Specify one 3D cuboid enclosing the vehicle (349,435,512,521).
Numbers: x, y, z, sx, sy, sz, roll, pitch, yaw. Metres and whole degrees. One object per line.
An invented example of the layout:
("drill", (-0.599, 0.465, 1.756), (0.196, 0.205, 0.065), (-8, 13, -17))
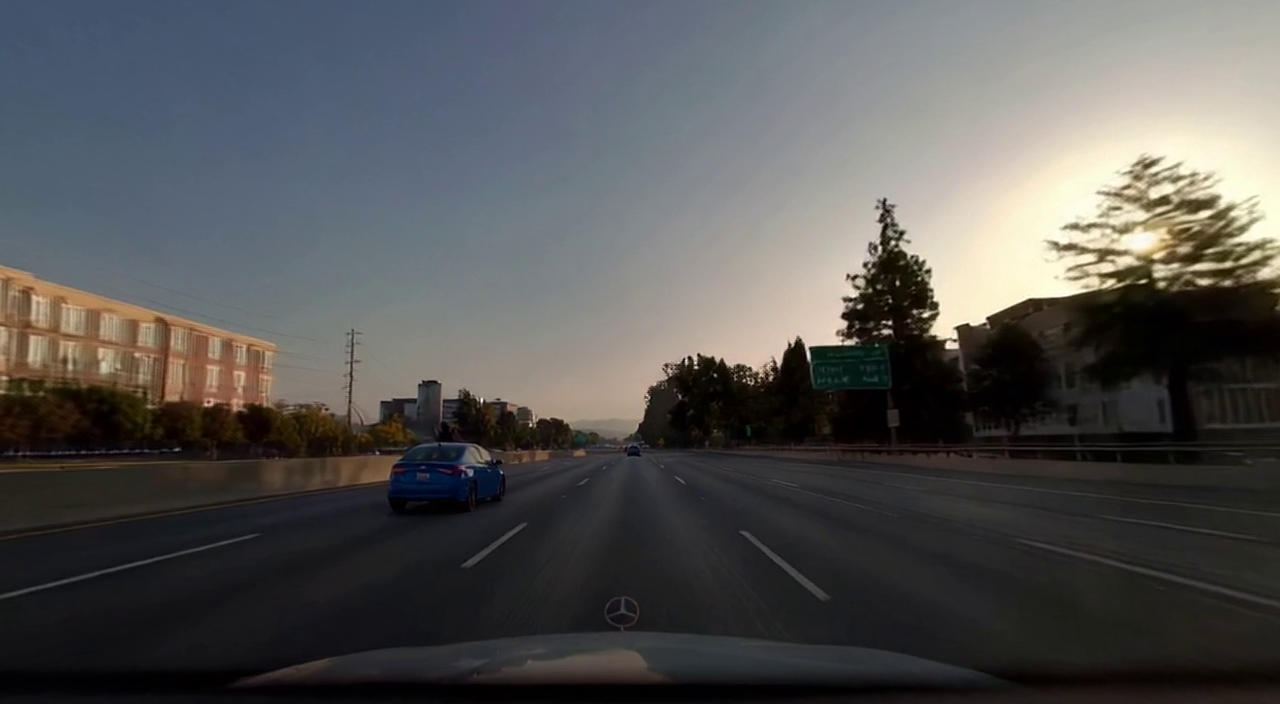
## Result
("vehicle", (-4.133, 2.545, 13.347), (1.900, 1.492, 4.495), (0, -9, 0))
